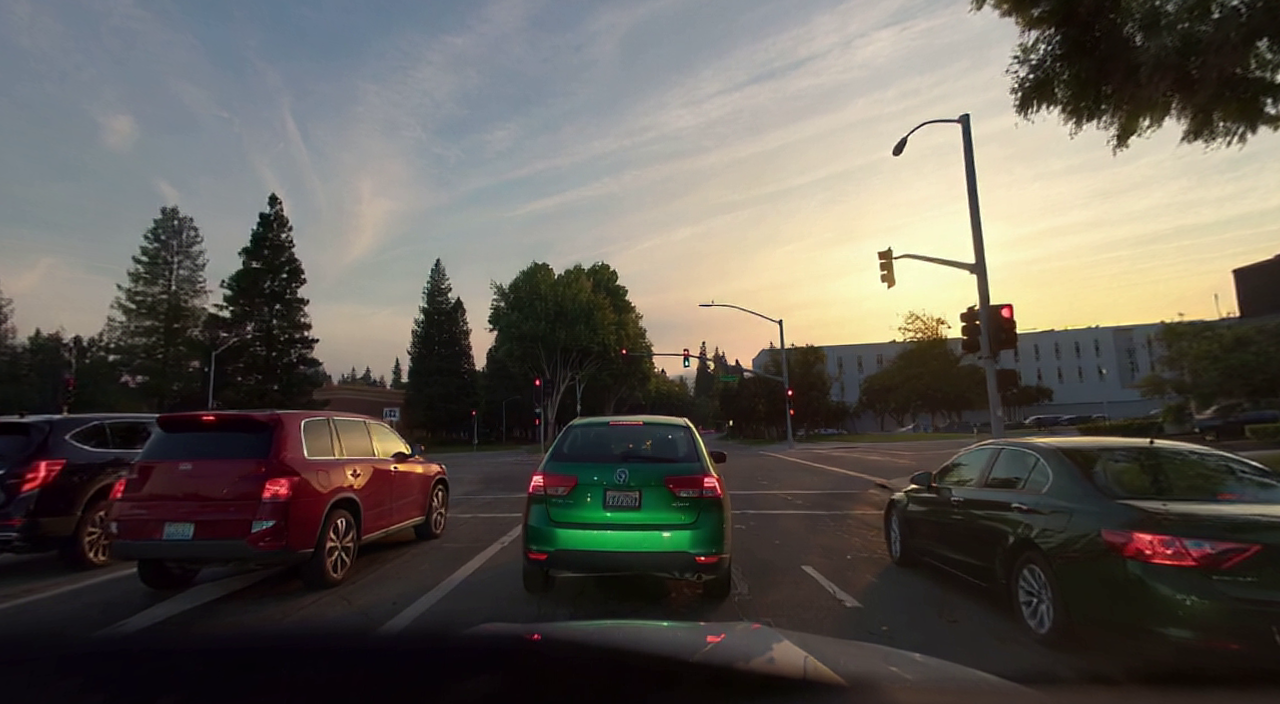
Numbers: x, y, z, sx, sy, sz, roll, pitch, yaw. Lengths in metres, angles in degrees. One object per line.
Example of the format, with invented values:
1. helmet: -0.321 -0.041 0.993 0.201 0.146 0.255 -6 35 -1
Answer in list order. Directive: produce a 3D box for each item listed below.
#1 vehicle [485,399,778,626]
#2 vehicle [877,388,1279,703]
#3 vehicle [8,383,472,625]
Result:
1. vehicle: -0.043 1.395 6.304 2.047 1.579 3.642 0 -8 1
2. vehicle: 3.588 1.207 4.602 2.010 1.486 4.498 0 -8 1
3. vehicle: -3.551 1.431 6.859 2.014 1.755 4.360 0 -8 3
